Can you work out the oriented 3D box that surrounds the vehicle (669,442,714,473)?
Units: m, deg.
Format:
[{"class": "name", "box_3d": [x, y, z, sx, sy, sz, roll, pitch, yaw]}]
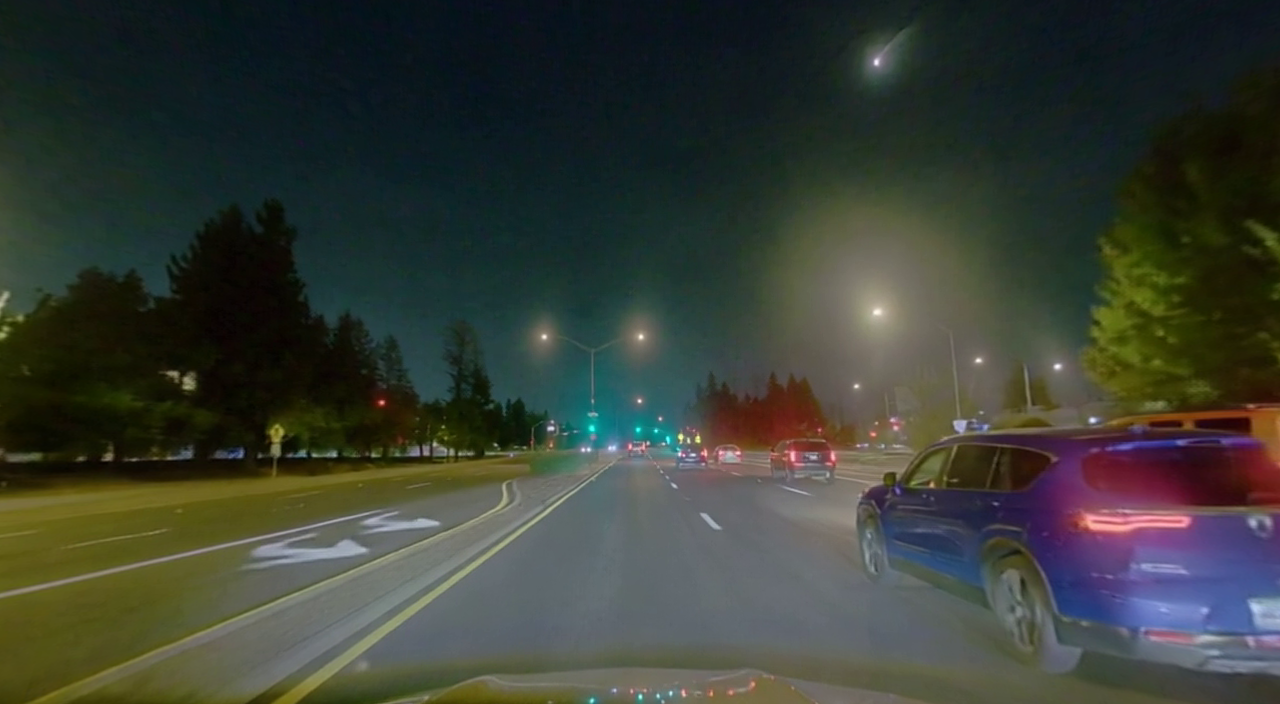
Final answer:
[{"class": "vehicle", "box_3d": [2.691, 5.588, 33.567, 1.980, 1.484, 4.093, 0, -8, -1]}]

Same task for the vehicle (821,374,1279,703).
[{"class": "vehicle", "box_3d": [3.118, 1.216, 4.718, 1.932, 1.547, 4.992, 0, -8, -1]}]

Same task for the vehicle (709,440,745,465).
[{"class": "vehicle", "box_3d": [6.377, 7.414, 46.635, 1.919, 1.774, 4.720, 0, -8, -1]}]

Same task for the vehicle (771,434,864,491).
[{"class": "vehicle", "box_3d": [5.818, 3.652, 21.173, 2.075, 1.698, 4.142, 0, -8, 3]}]
